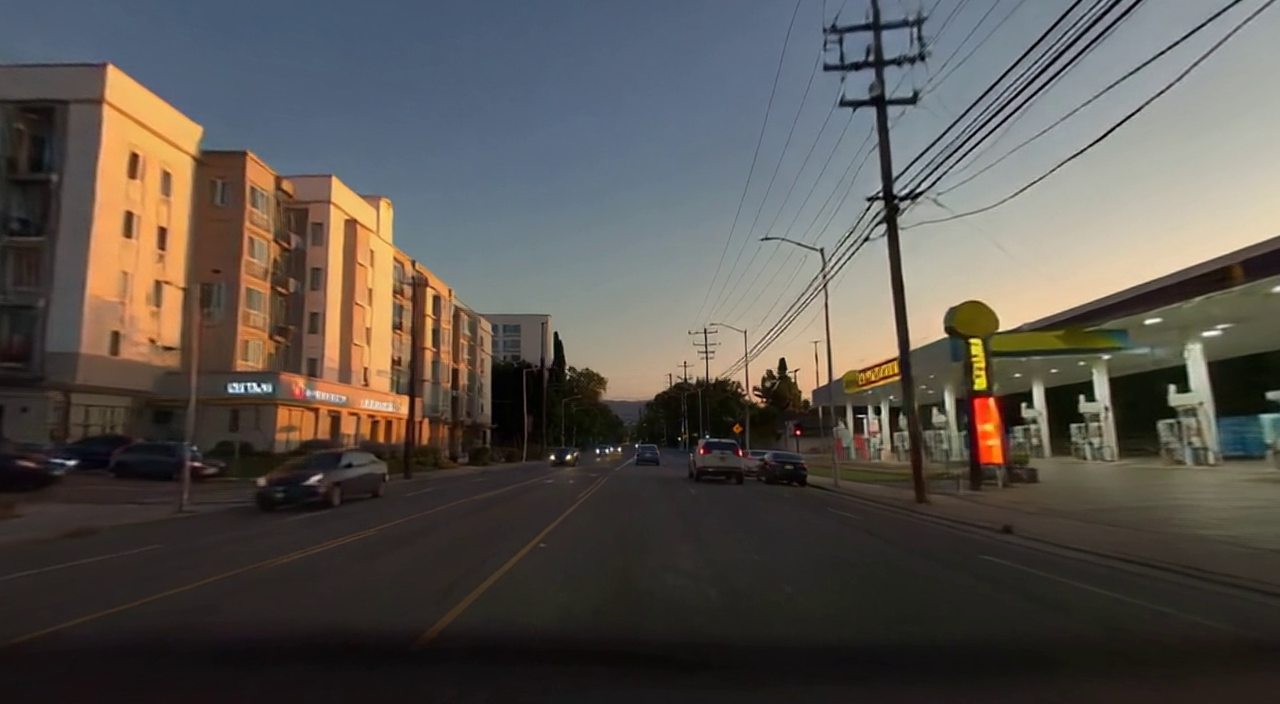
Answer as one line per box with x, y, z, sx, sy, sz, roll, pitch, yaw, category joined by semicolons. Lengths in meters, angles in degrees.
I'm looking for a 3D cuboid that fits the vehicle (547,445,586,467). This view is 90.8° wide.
-5.169;7.367;44.985;2.033;1.495;4.216;0;-8;3;vehicle

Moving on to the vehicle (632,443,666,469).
0.580;6.430;39.405;1.999;1.487;3.939;0;-8;2;vehicle

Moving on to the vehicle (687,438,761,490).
2.847;3.870;22.324;1.945;1.647;4.160;0;-8;-1;vehicle

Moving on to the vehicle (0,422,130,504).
-17.014;2.883;16.724;4.953;1.934;2.520;0;-9;6;vehicle

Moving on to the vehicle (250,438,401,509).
-8.924;3.437;18.468;2.000;1.796;4.529;0;-8;1;vehicle

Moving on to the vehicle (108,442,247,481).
-18.532;4.376;25.454;4.182;1.486;1.808;0;-8;1;vehicle

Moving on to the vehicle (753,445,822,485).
6.168;4.756;26.960;1.914;1.513;4.474;0;-8;1;vehicle
